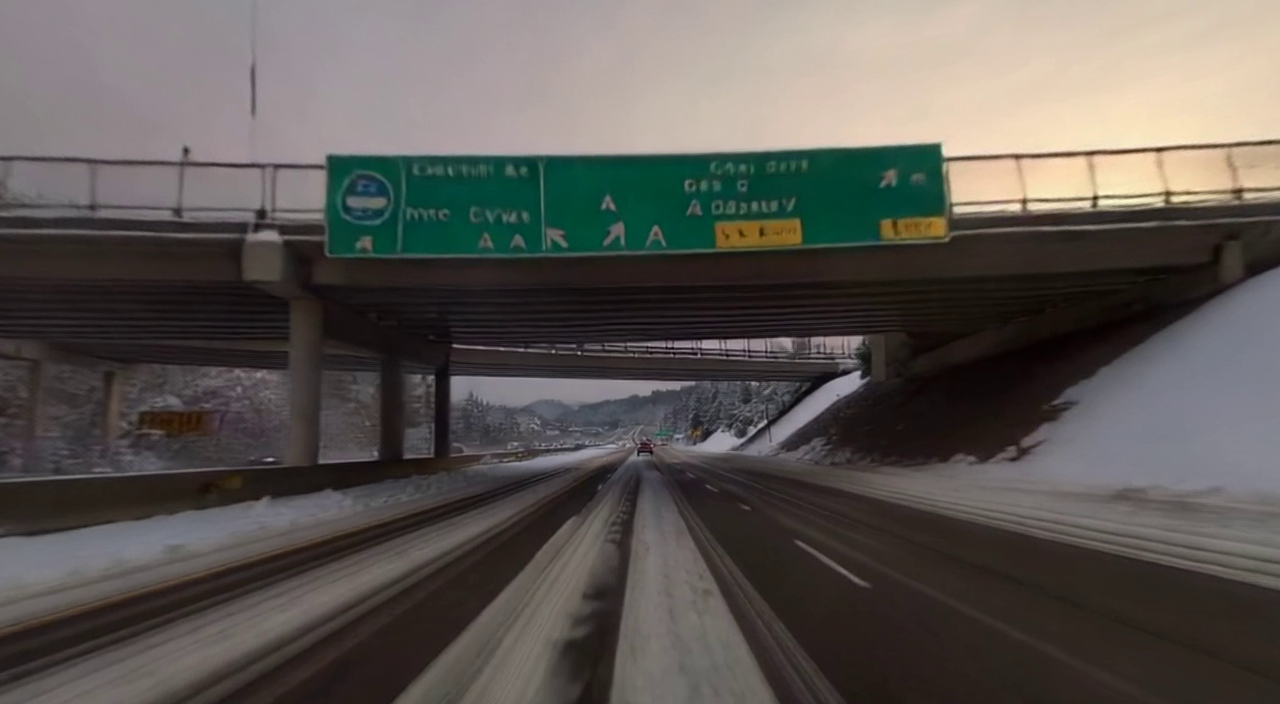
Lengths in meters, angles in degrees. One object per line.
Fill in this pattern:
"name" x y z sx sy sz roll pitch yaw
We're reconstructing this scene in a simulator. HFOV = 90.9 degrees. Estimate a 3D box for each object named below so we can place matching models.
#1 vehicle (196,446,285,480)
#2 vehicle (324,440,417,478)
"vehicle" -21.209 5.870 33.723 1.873 1.666 4.269 0 -8 0
"vehicle" -11.674 4.639 27.650 2.119 1.544 4.304 0 -8 1
